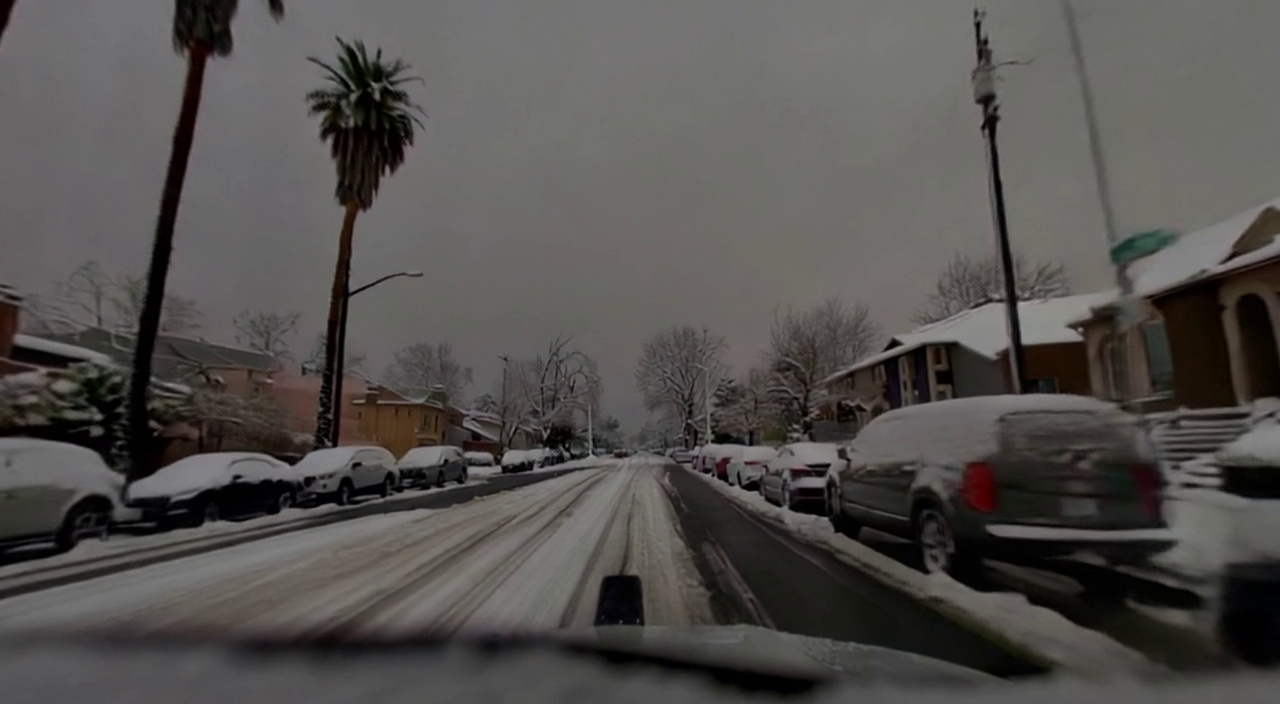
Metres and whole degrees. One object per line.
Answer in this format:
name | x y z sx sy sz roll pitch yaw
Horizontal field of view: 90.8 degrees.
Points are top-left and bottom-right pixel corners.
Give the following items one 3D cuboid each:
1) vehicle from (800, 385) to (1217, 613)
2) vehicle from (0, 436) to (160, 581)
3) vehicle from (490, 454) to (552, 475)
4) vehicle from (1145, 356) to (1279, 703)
vehicle | 3.772 1.597 7.857 2.121 1.929 4.763 0 -8 -3
vehicle | -9.179 1.997 8.305 4.081 1.752 1.871 3 -9 -21
vehicle | -9.148 8.629 48.599 4.419 1.486 1.808 3 -9 -21
vehicle | 3.613 0.630 1.124 1.899 1.669 4.259 0 -8 1
